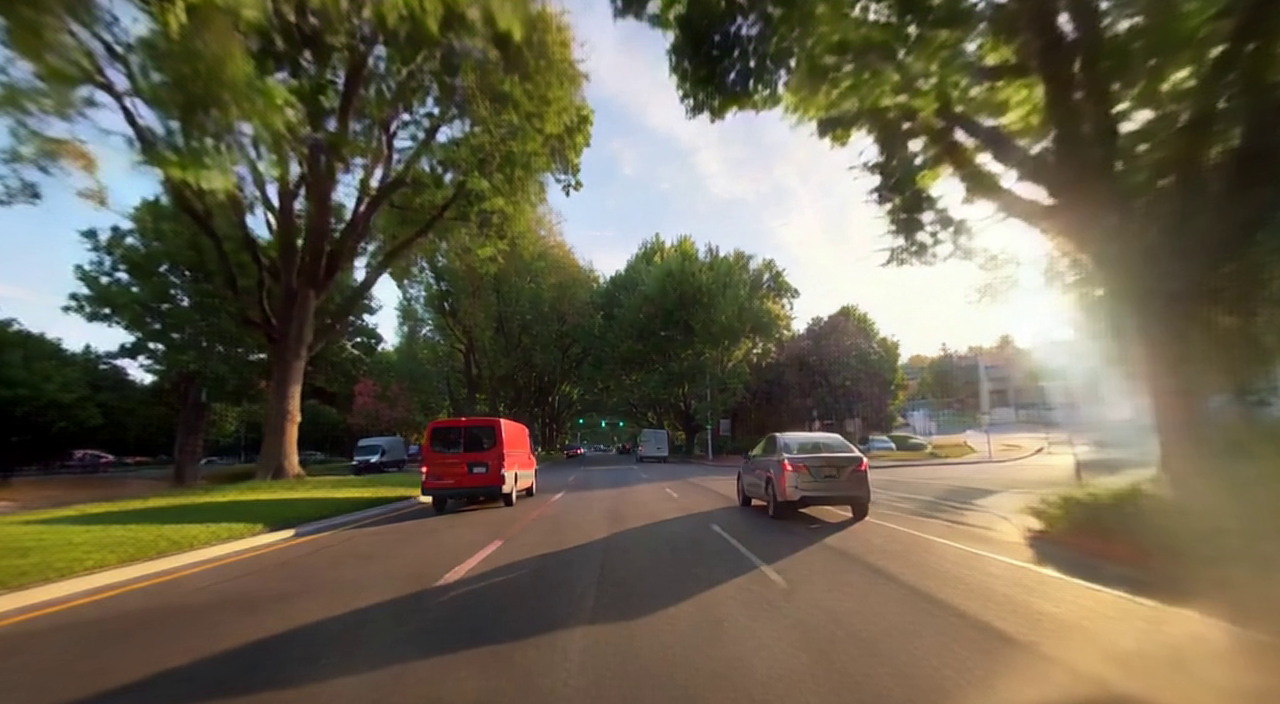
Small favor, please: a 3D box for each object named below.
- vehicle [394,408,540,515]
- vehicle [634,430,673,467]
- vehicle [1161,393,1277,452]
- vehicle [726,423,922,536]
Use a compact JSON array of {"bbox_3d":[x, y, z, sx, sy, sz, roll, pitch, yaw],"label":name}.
[{"bbox_3d":[-4.002,2.652,15.623,2.420,2.227,4.499,0,-9,-1],"label":"vehicle"},{"bbox_3d":[0.936,7.147,47.003,2.397,2.566,5.324,0,-9,-4],"label":"vehicle"},{"bbox_3d":[39.049,4.892,42.414,10.876,3.559,3.014,6,-11,-34],"label":"vehicle"},{"bbox_3d":[3.048,2.240,11.722,2.087,1.658,4.612,0,-9,-2],"label":"vehicle"}]
